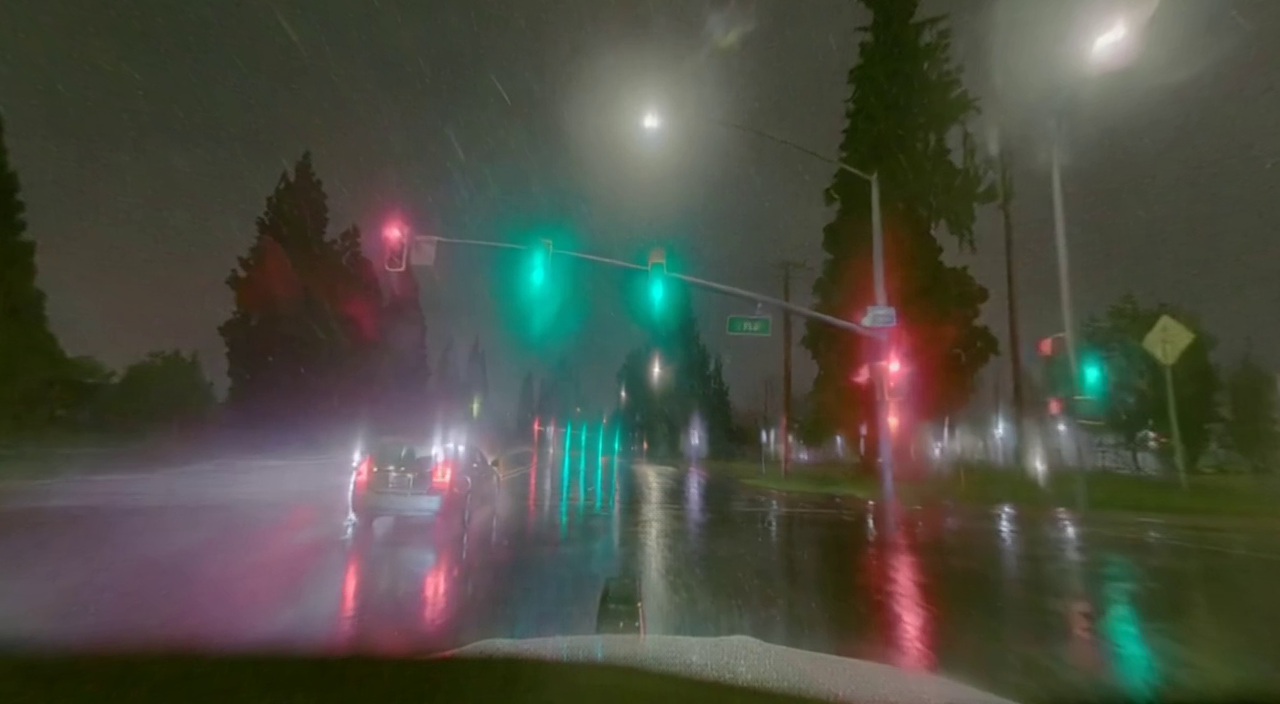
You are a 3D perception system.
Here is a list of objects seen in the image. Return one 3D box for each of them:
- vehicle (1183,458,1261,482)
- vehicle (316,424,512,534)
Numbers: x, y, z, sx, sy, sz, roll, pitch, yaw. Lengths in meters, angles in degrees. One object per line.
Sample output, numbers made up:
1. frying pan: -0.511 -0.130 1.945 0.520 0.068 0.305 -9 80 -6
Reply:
1. vehicle: 39.548 7.989 43.045 1.771 1.465 3.841 0 -9 4
2. vehicle: -3.624 2.120 11.114 1.915 1.521 4.283 1 -9 -1
